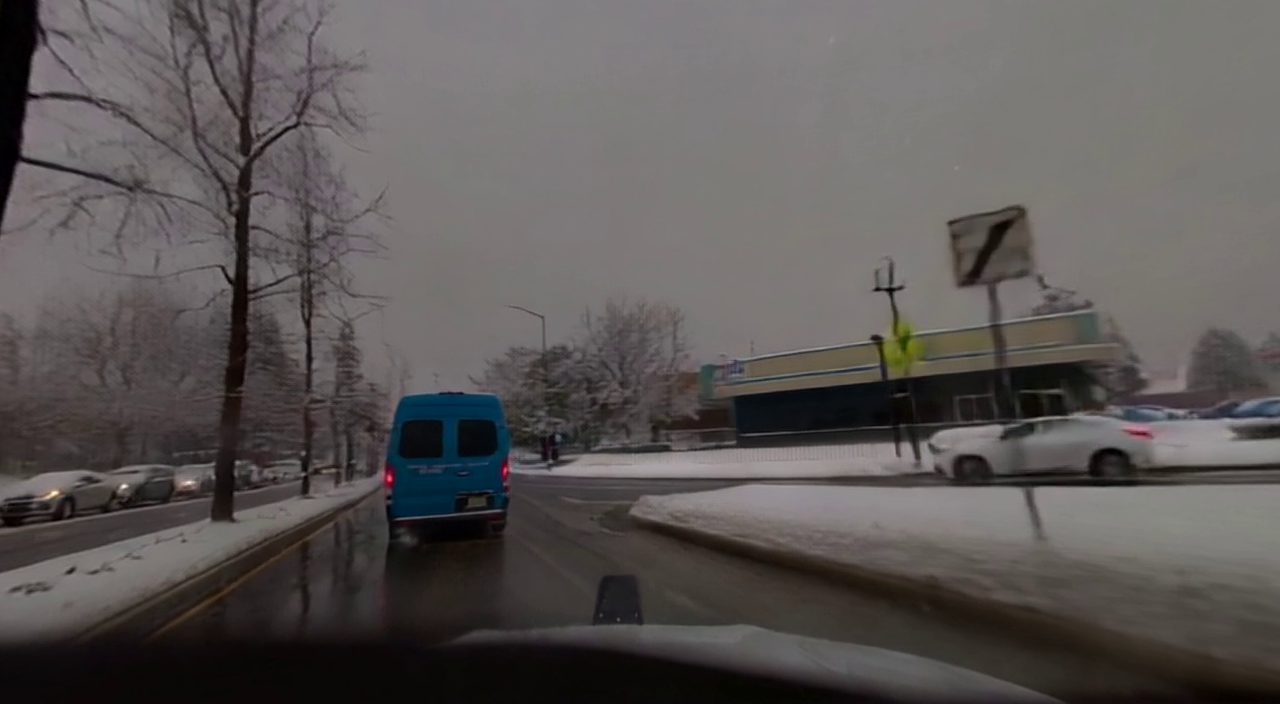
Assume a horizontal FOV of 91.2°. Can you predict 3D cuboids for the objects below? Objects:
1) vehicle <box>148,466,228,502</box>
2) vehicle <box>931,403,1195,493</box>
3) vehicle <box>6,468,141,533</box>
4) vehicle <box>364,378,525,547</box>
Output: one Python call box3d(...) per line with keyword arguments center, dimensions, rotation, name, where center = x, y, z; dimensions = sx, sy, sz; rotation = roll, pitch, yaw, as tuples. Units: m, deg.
box3d(center=(-25.408, 7.404, 35.442), dimensions=(1.938, 1.688, 4.523), rotation=(1, -9, -12), name="vehicle")
box3d(center=(8.357, 1.997, 12.937), dimensions=(4.109, 1.592, 2.008), rotation=(-5, -10, 25), name="vehicle")
box3d(center=(-19.073, 4.942, 21.352), dimensions=(2.114, 1.668, 3.747), rotation=(-3, -8, -19), name="vehicle")
box3d(center=(-4.055, 2.189, 12.909), dimensions=(2.432, 2.624, 5.670), rotation=(2, -9, -19), name="vehicle")
